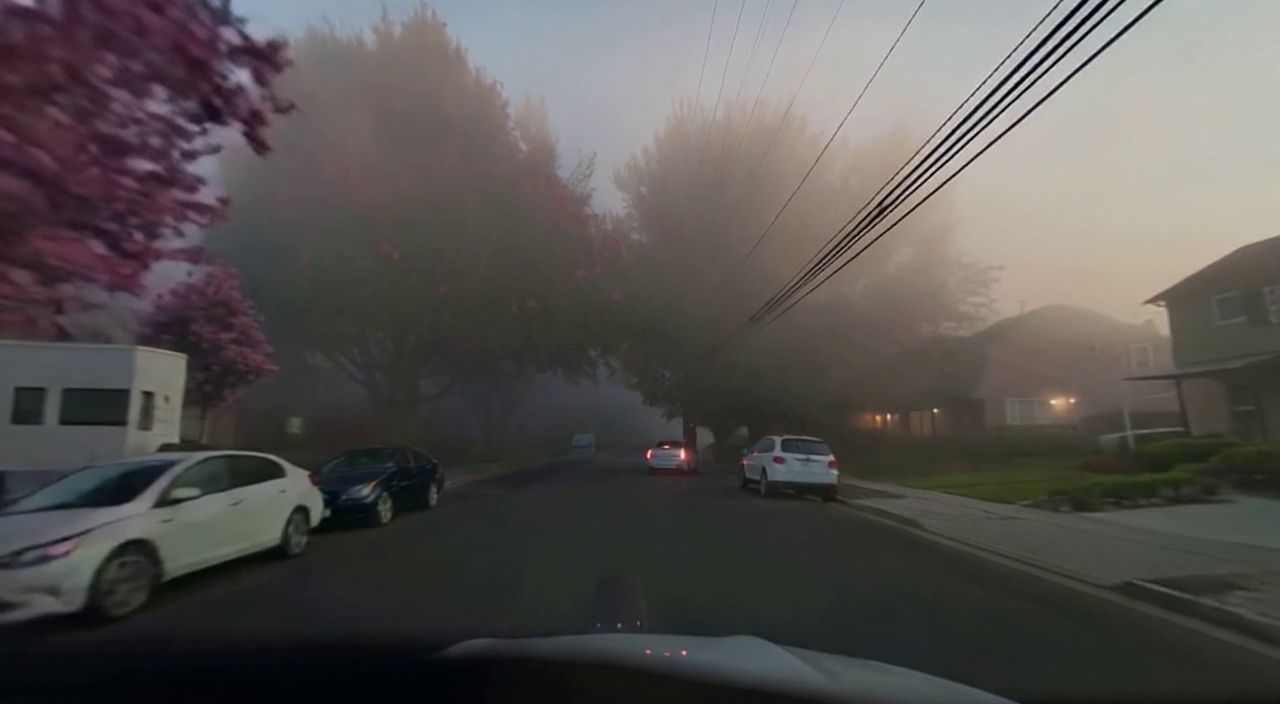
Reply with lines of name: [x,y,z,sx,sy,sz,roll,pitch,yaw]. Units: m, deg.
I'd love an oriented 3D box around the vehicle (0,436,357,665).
vehicle: [-4.852,1.606,6.439,1.874,1.413,4.442,0,-7,0]

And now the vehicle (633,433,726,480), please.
vehicle: [1.510,3.613,22.127,2.075,1.449,4.526,-3,-9,19]

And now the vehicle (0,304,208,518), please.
vehicle: [-13.079,1.100,11.426,8.239,3.354,2.902,0,-9,1]

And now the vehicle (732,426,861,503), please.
vehicle: [3.779,2.809,16.183,2.103,1.679,4.386,0,-8,-1]
